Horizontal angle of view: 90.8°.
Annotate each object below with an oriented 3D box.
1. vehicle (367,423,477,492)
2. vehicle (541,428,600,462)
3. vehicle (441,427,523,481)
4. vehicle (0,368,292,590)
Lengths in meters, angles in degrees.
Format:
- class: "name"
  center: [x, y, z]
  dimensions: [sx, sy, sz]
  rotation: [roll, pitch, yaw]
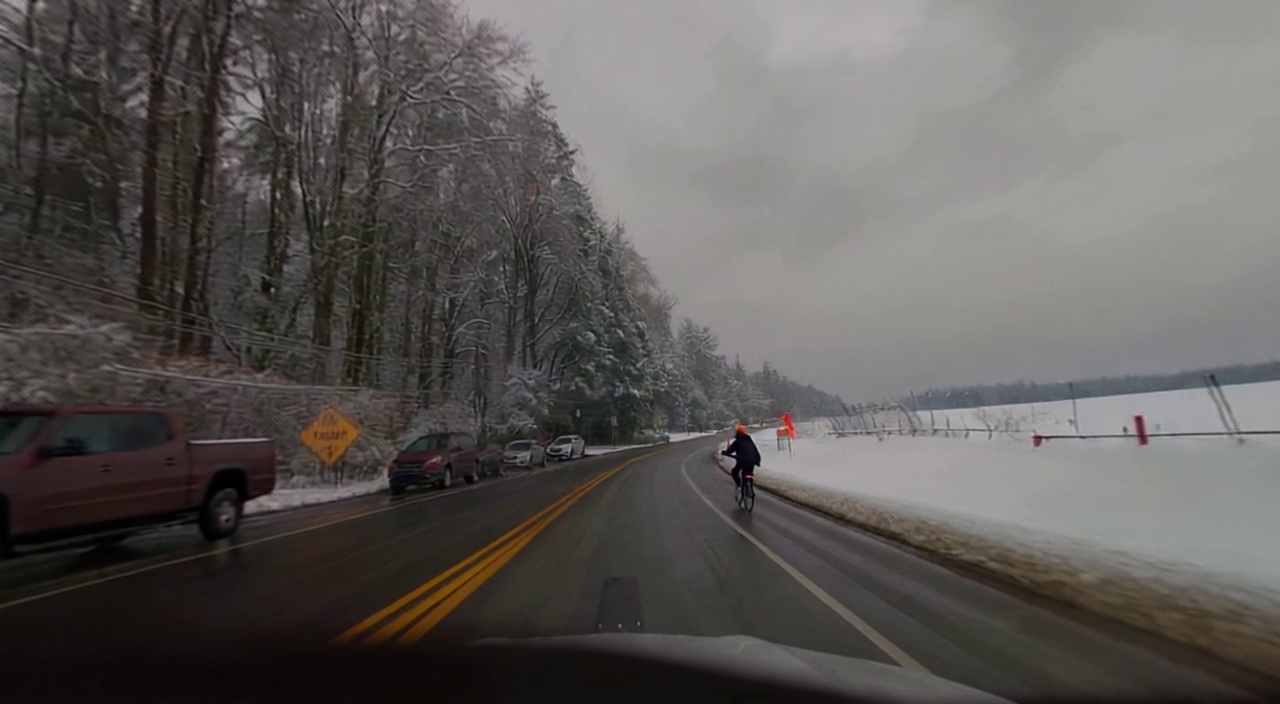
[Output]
- class: "vehicle"
  center: [-7.157, 3.528, 21.304]
  dimensions: [1.955, 1.908, 4.680]
  rotation: [-5, -9, 1]
- class: "vehicle"
  center: [-5.261, 7.197, 48.738]
  dimensions: [3.139, 2.119, 5.889]
  rotation: [-6, -9, 6]
- class: "vehicle"
  center: [-6.691, 4.393, 27.314]
  dimensions: [2.008, 1.910, 4.809]
  rotation: [-6, -9, 2]
- class: "vehicle"
  center: [-7.144, 1.529, 7.806]
  dimensions: [2.312, 2.075, 5.748]
  rotation: [-3, -9, 2]
